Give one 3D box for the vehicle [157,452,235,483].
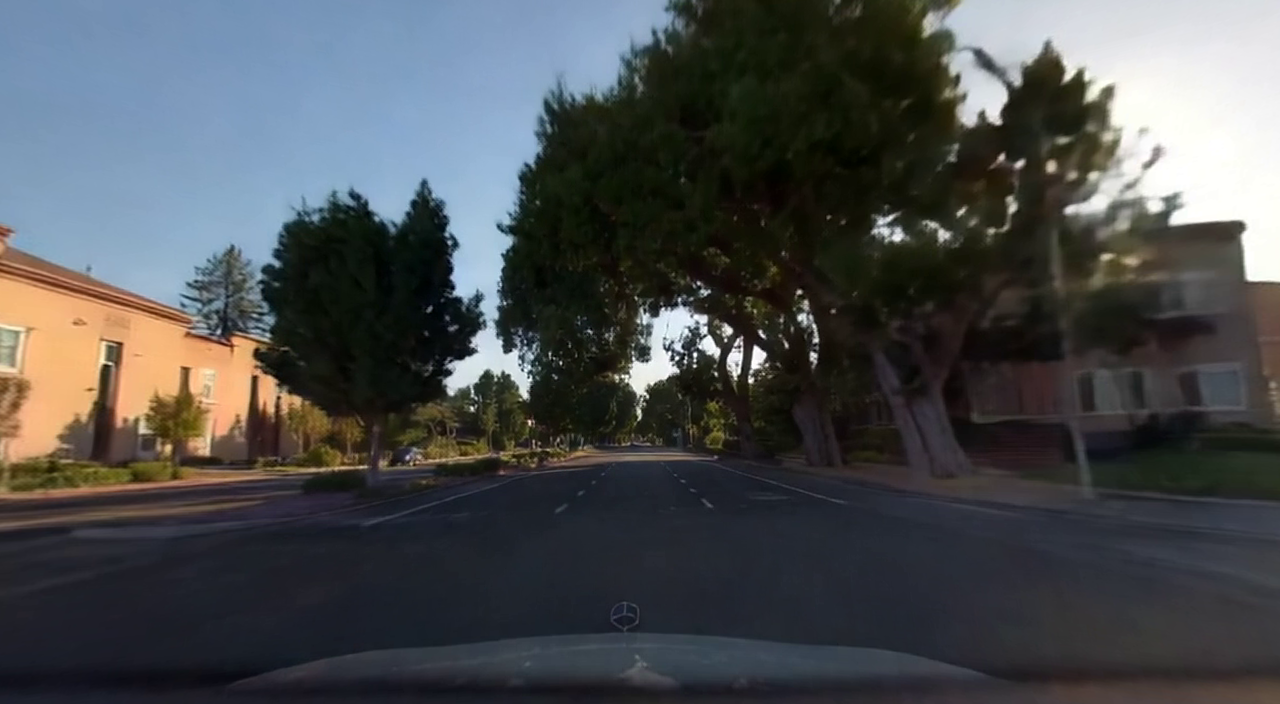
[{"bbox_3d":[-29.864,7.746,42.519,2.019,1.696,4.735,-5,-8,-3],"label":"vehicle"}]
